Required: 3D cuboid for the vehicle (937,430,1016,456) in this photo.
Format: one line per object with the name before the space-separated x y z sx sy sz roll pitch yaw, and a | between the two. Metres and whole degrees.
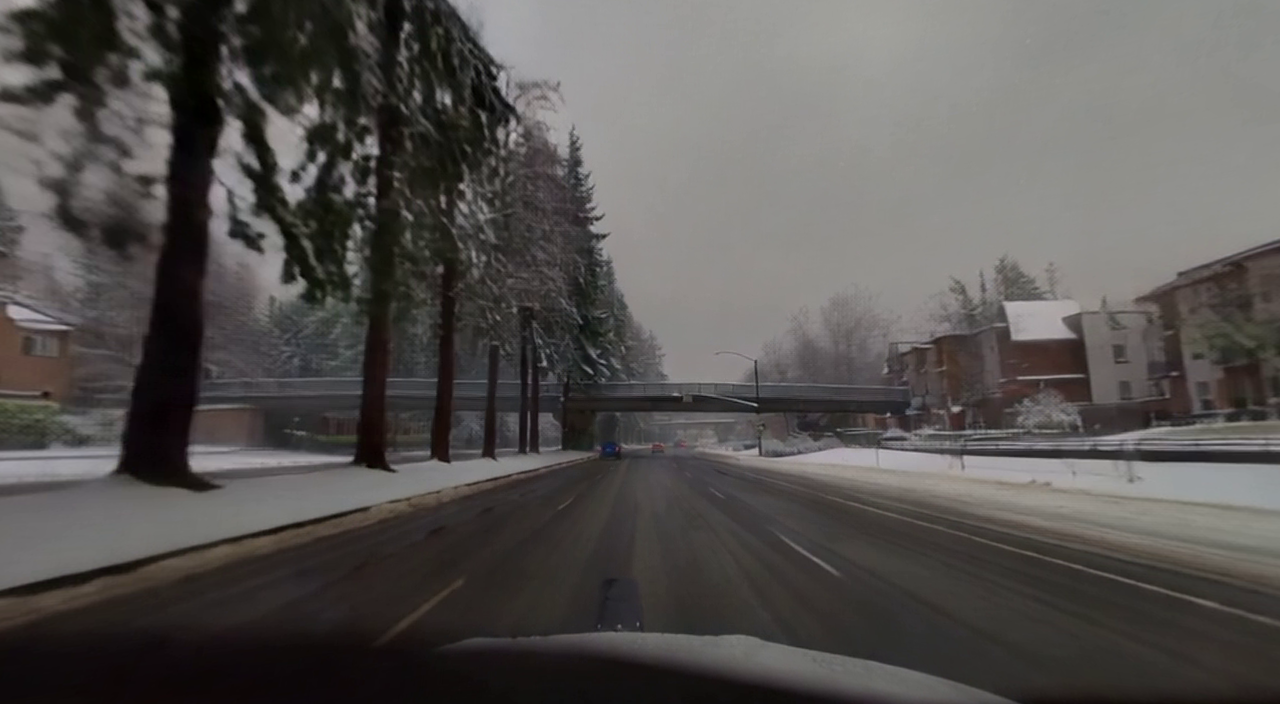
vehicle | 19.868 5.393 37.348 3.688 1.489 1.667 1 -9 -4
